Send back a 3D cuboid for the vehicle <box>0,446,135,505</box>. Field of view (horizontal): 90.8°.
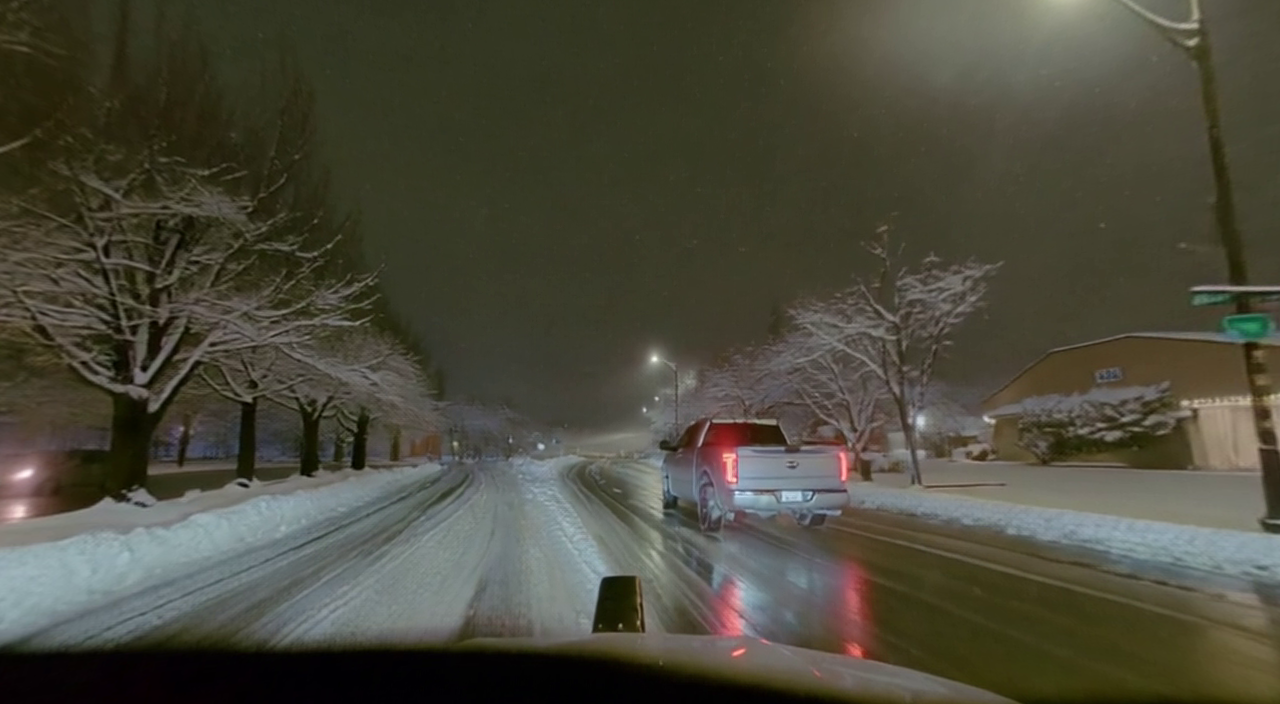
[{"bbox_3d":[-19.695,4.052,21.286,2.037,1.725,4.632,1,-8,-10],"label":"vehicle"}]

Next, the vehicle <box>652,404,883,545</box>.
[{"bbox_3d":[1.863,2.114,11.713,2.402,1.922,5.677,1,-8,-8],"label":"vehicle"}]
